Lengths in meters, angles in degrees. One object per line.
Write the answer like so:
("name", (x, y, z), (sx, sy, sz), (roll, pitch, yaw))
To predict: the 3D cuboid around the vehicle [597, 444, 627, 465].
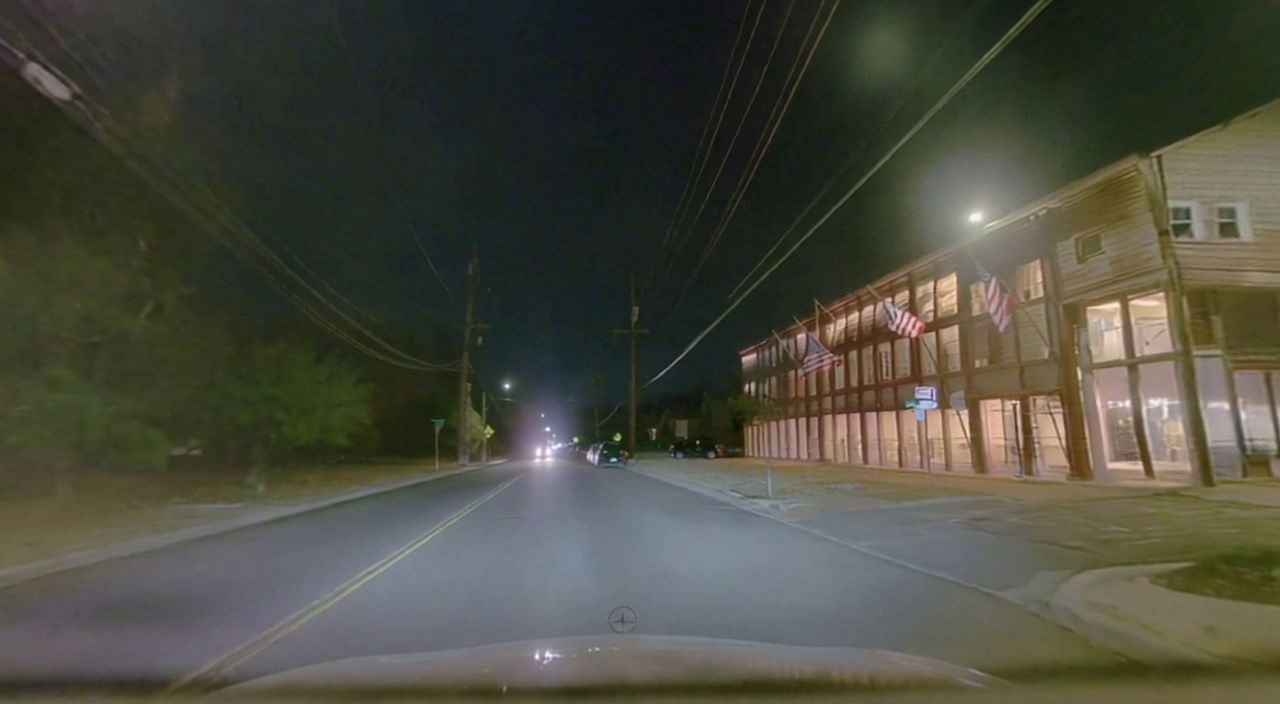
("vehicle", (-2.158, 7.622, 47.111), (1.941, 1.460, 4.206), (1, -9, -7))
